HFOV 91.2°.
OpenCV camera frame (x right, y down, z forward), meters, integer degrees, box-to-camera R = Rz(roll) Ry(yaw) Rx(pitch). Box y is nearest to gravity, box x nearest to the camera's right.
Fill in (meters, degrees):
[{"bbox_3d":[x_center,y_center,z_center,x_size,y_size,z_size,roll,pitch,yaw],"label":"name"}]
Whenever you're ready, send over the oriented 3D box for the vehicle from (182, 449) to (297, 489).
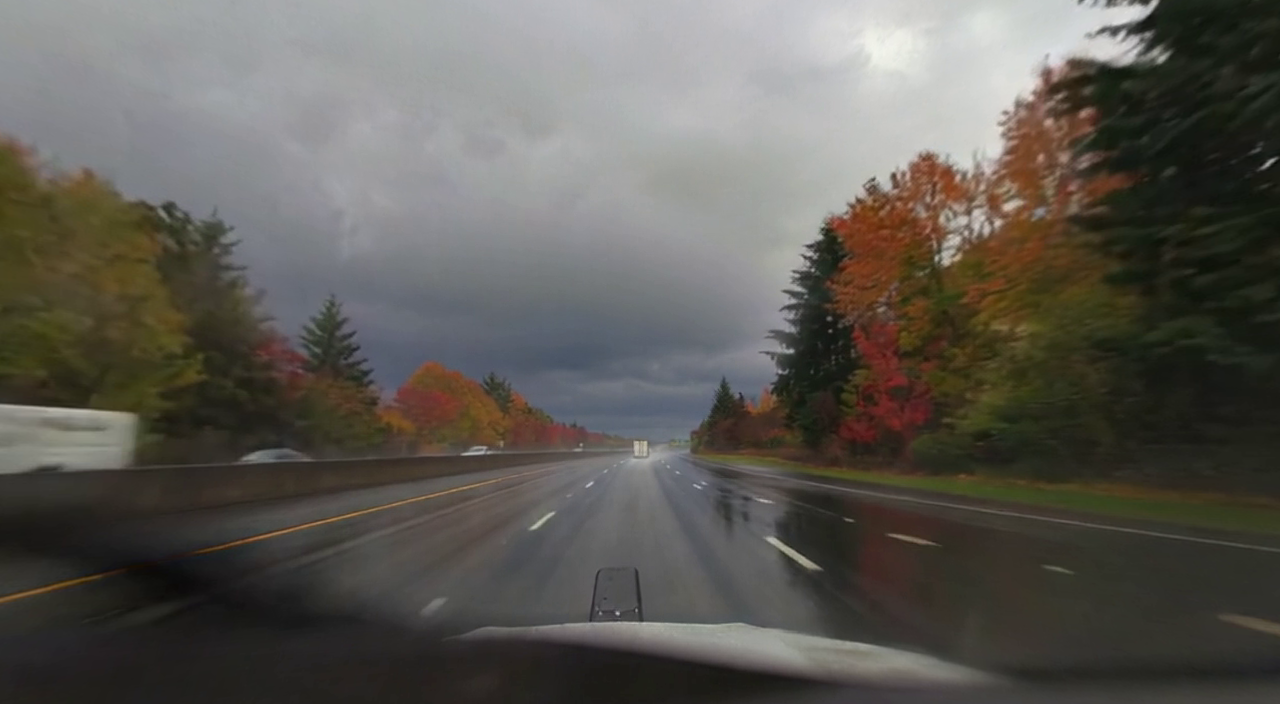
[{"bbox_3d":[-16.301,4.766,25.806,1.825,1.469,4.326,-1,-9,0],"label":"vehicle"}]
